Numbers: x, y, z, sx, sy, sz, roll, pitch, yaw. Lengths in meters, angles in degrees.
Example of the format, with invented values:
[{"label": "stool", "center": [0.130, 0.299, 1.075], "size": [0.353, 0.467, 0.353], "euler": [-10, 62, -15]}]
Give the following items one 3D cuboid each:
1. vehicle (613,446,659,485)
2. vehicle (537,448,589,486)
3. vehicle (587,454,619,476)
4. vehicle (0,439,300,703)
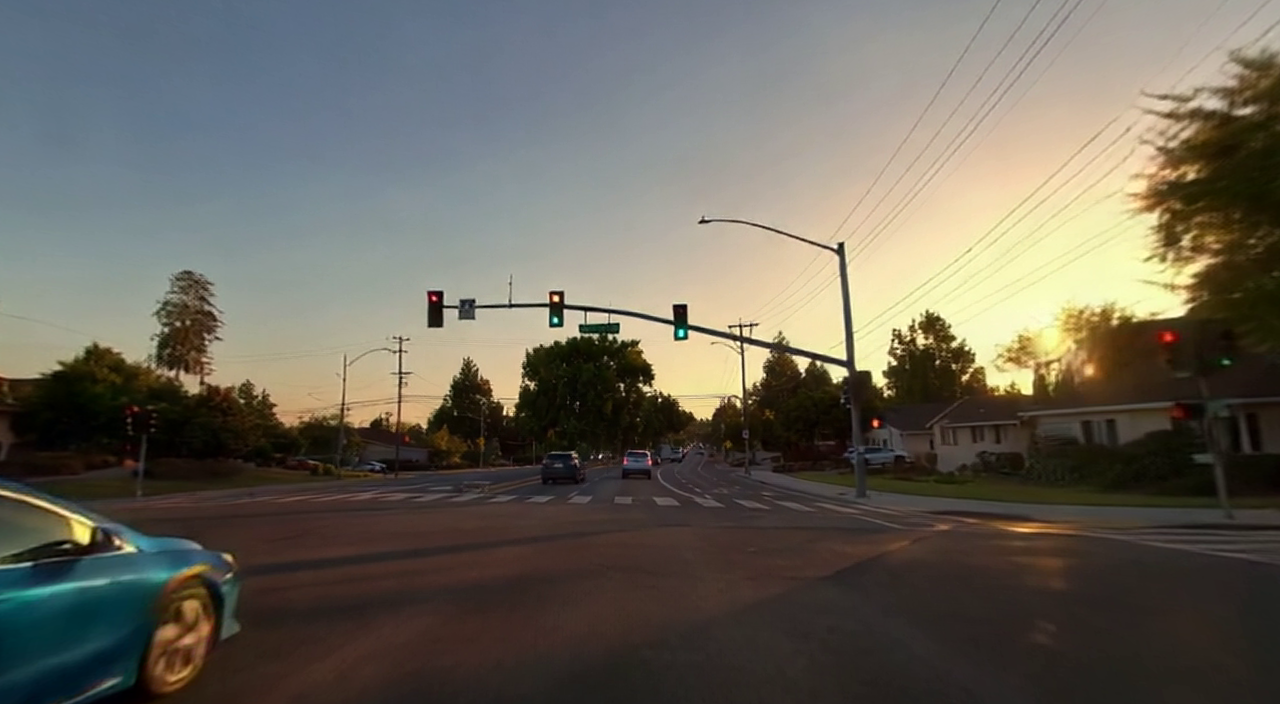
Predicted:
[{"label": "vehicle", "center": [-0.153, 5.728, 32.158], "size": [2.155, 1.836, 4.250], "euler": [0, -9, 1]}, {"label": "vehicle", "center": [-3.641, 5.508, 30.597], "size": [1.899, 1.685, 4.121], "euler": [0, -9, 2]}, {"label": "vehicle", "center": [-2.720, 8.453, 47.449], "size": [1.863, 1.449, 4.153], "euler": [0, -9, 3]}, {"label": "vehicle", "center": [-3.490, 1.040, 2.418], "size": [1.901, 1.409, 4.442], "euler": [0, -9, 0]}]
